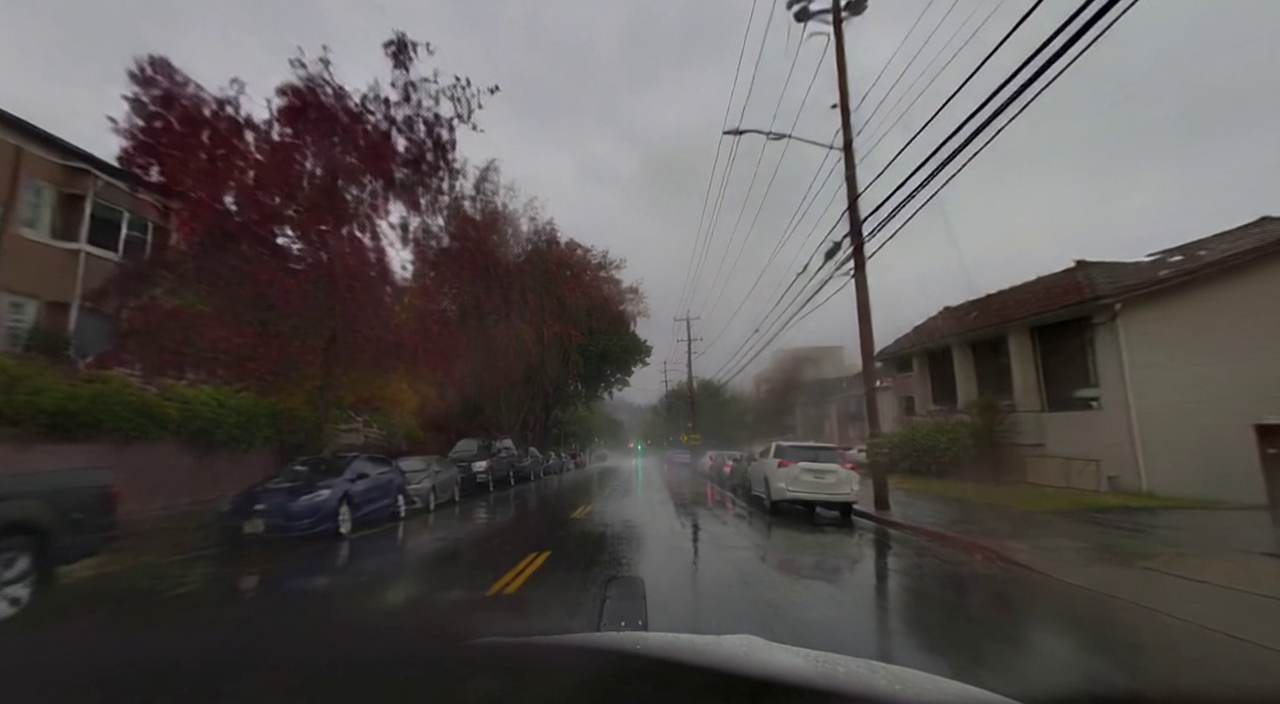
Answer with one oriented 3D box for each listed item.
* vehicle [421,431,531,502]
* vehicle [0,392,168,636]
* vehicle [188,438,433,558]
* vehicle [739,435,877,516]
[{"bbox_3d":[-5.989,4.177,23.860,2.376,2.219,6.021,-2,-7,2],"label":"vehicle"},{"bbox_3d":[-6.194,1.201,3.845,2.063,1.936,5.919,-4,-8,0],"label":"vehicle"},{"bbox_3d":[-6.071,2.664,12.476,2.247,1.698,4.944,-3,-7,0],"label":"vehicle"},{"bbox_3d":[4.013,3.019,15.888,2.328,1.730,4.225,0,-8,0],"label":"vehicle"}]
